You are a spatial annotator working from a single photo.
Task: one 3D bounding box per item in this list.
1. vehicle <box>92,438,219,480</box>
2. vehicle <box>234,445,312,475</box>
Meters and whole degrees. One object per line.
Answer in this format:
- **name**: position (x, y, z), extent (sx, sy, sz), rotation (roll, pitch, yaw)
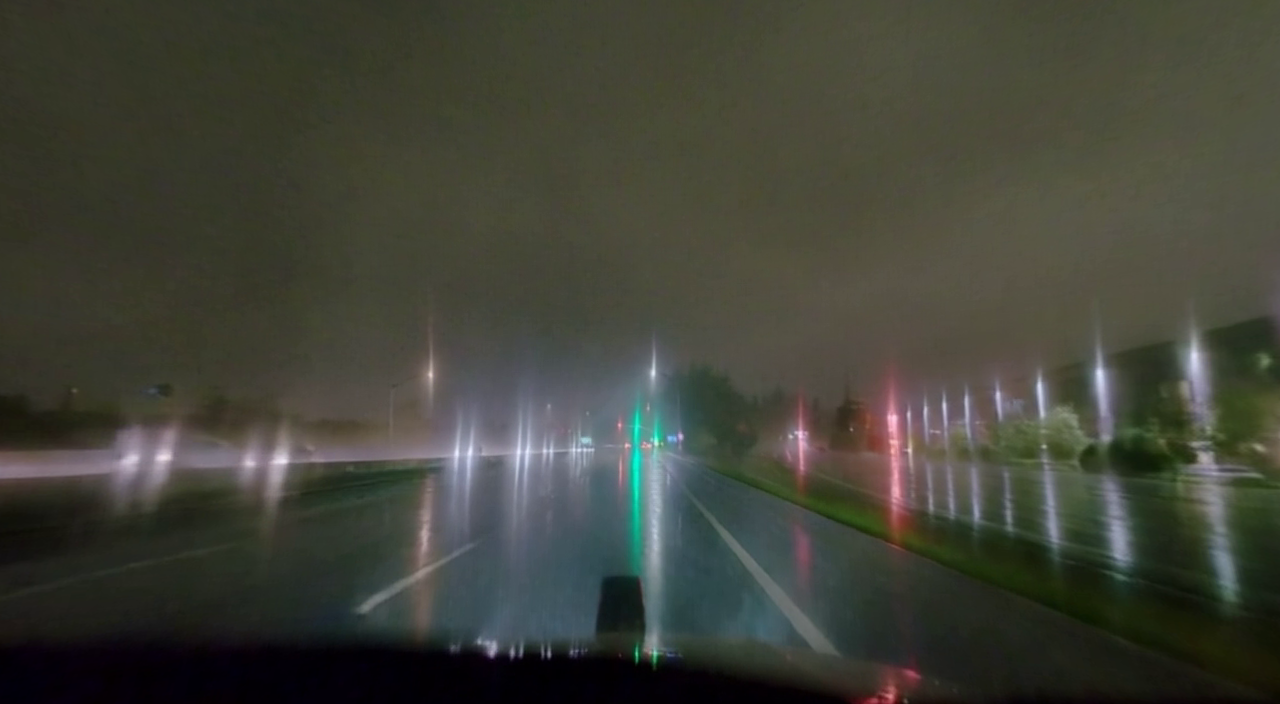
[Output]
- **vehicle**: position (-23.670, 5.248, 31.092), extent (2.147, 1.891, 5.048), rotation (0, -9, 2)
- **vehicle**: position (-19.604, 5.780, 33.834), extent (1.796, 1.494, 3.770), rotation (0, -9, 2)
